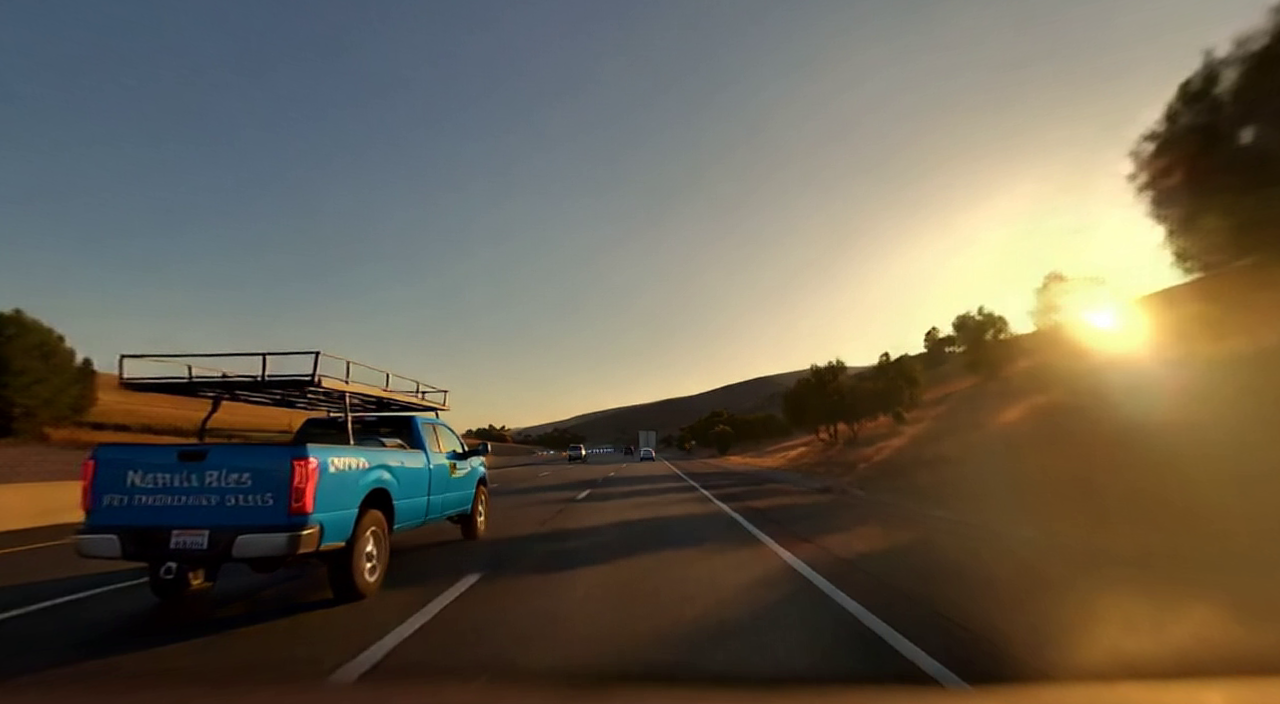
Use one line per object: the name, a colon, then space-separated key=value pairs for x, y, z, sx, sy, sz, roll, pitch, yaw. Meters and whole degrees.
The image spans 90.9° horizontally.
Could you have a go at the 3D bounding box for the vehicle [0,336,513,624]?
vehicle: x=-3.859 y=1.517 z=8.551 sx=2.791 sy=2.330 sz=6.725 roll=0 pitch=-8 yaw=1
